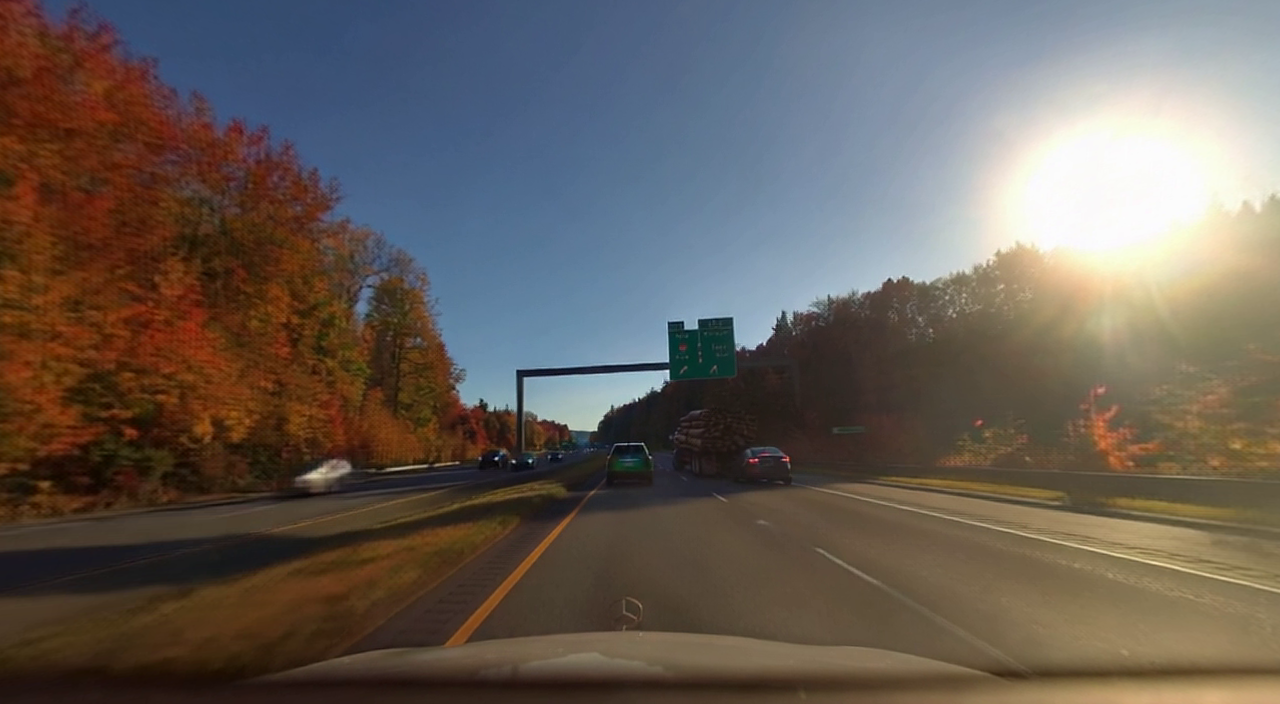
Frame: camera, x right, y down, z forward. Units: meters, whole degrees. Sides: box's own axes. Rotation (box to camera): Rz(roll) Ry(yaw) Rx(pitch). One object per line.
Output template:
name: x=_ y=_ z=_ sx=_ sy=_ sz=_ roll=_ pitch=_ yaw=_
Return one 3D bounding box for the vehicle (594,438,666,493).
vehicle: x=-0.348 y=3.872 z=21.669 sx=2.263 sy=1.699 sz=3.936 roll=0 pitch=-9 yaw=-1

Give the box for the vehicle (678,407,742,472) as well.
vehicle: x=4.524 y=5.965 z=42.286 sx=3.125 sy=3.895 sz=8.461 roll=0 pitch=-9 yaw=-1

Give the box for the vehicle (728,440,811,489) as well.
vehicle: x=4.780 y=4.231 z=23.912 sx=2.057 sy=1.660 sz=4.525 roll=0 pitch=-9 yaw=-2

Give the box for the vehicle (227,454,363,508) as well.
vehicle: x=-12.456 y=4.646 z=23.111 sx=2.191 sy=1.683 sz=4.795 roll=-1 pitch=-9 yaw=1
